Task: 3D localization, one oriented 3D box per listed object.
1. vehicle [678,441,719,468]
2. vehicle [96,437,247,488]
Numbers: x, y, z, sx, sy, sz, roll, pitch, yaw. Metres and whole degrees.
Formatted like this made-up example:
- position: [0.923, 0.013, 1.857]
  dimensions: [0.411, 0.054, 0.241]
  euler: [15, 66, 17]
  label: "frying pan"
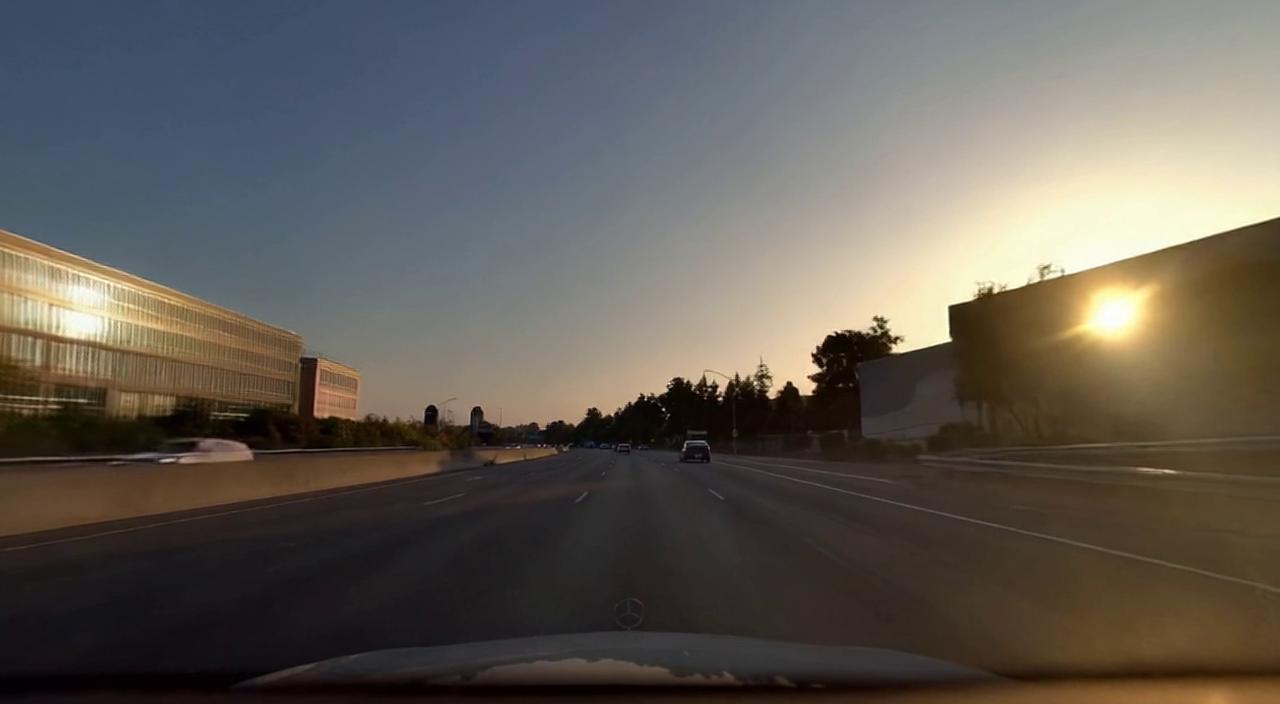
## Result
- position: [3.484, 6.189, 38.242]
  dimensions: [1.926, 1.477, 4.025]
  euler: [0, -9, -2]
  label: "vehicle"
- position: [-16.576, 3.909, 22.685]
  dimensions: [1.986, 1.618, 4.467]
  euler: [0, -9, 0]
  label: "vehicle"
